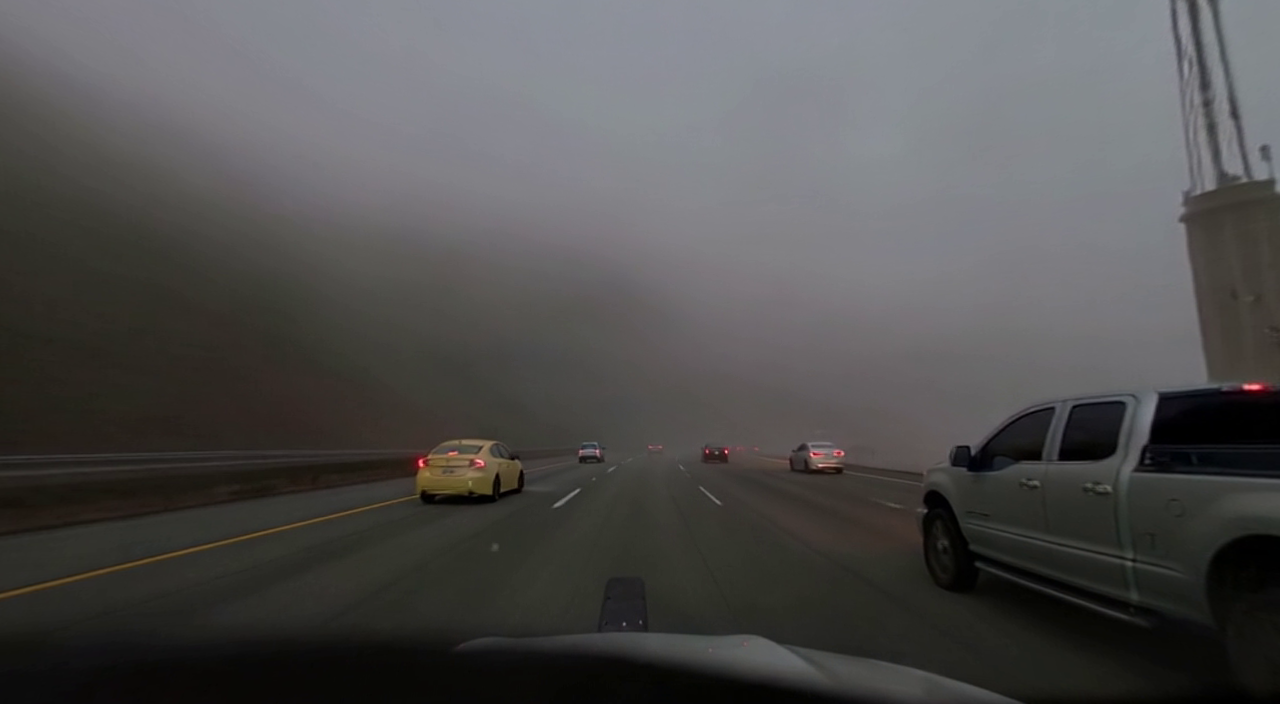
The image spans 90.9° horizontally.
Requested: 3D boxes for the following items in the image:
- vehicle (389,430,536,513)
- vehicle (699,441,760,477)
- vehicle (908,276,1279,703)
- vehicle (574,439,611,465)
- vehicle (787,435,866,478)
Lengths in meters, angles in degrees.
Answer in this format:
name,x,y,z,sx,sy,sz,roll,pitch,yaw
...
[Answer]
name,x,y,z,sx,sy,sz,roll,pitch,yaw
vehicle,-3.961,2.752,15.020,2.113,1.636,4.494,-1,-8,1
vehicle,3.918,4.744,28.338,2.046,1.471,4.333,0,-8,-1
vehicle,3.400,0.776,2.872,2.098,1.925,5.171,0,-8,1
vehicle,-3.183,6.788,42.847,2.021,1.679,4.310,-1,-8,2
vehicle,7.757,4.395,26.743,1.986,1.633,4.430,0,-8,0
